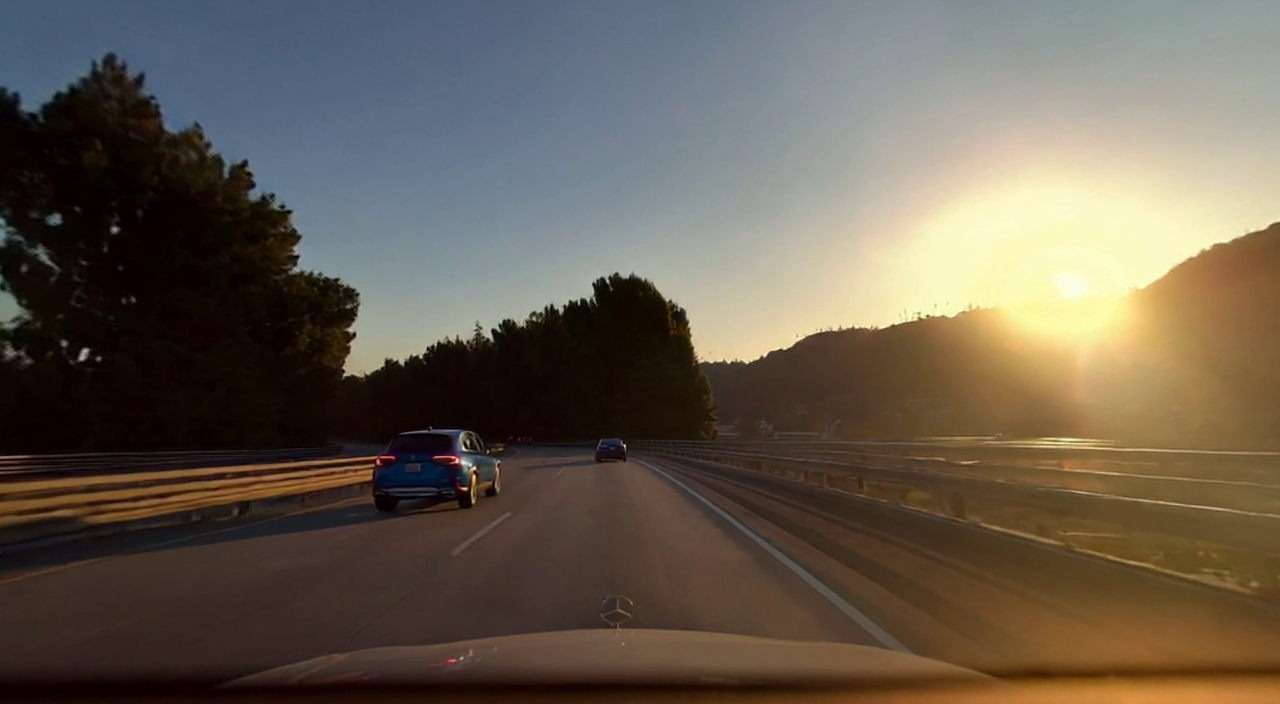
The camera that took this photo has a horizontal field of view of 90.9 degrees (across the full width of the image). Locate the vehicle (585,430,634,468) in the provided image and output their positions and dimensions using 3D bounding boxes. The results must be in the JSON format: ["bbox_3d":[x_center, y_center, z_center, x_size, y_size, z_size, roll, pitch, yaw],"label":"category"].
[{"bbox_3d":[-1.688,5.092,33.377,2.452,1.857,4.022,1,-8,-5],"label":"vehicle"}]

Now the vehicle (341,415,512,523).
[{"bbox_3d":[-4.162,2.339,13.290,2.053,1.847,4.760,0,-8,-2],"label":"vehicle"}]
